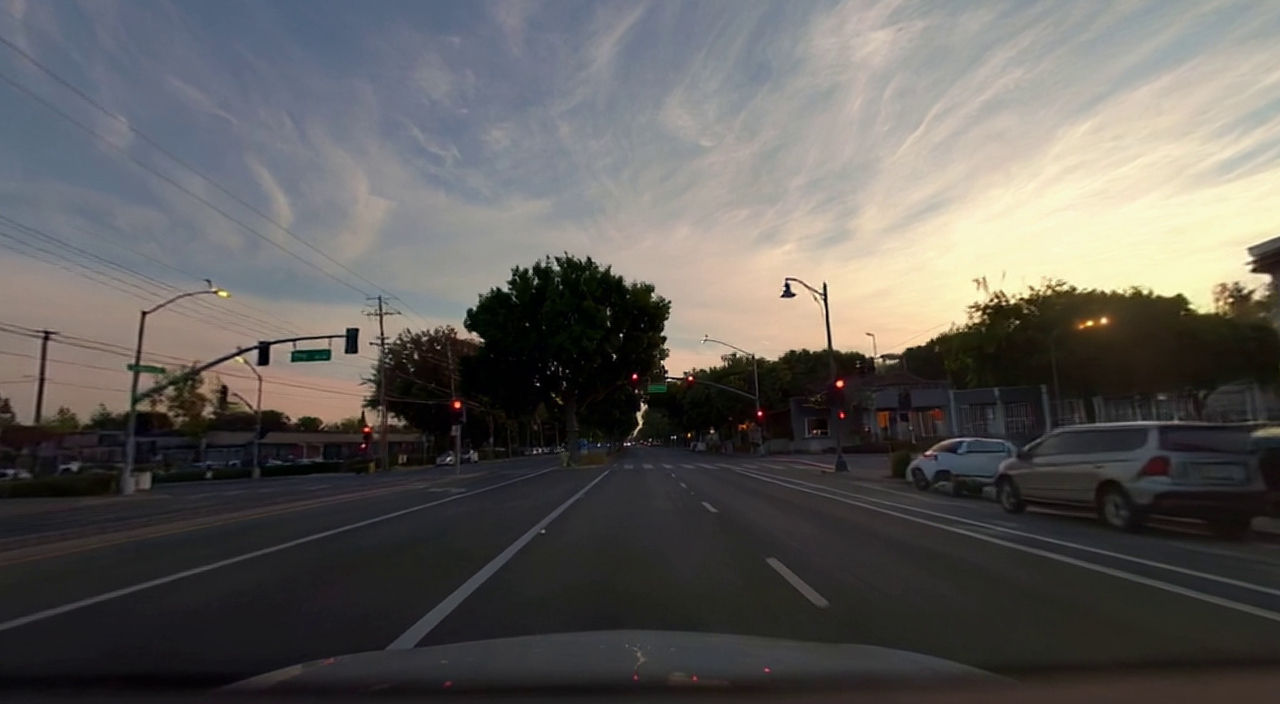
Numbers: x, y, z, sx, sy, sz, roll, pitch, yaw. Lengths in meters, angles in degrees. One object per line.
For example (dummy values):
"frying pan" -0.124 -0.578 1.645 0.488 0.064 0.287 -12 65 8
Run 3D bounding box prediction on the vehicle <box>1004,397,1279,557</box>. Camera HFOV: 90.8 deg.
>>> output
"vehicle" 7.915 1.726 9.407 2.063 1.749 4.776 0 -8 0

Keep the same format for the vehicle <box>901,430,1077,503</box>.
"vehicle" 8.125 2.692 15.235 1.943 1.485 3.984 0 -8 0
